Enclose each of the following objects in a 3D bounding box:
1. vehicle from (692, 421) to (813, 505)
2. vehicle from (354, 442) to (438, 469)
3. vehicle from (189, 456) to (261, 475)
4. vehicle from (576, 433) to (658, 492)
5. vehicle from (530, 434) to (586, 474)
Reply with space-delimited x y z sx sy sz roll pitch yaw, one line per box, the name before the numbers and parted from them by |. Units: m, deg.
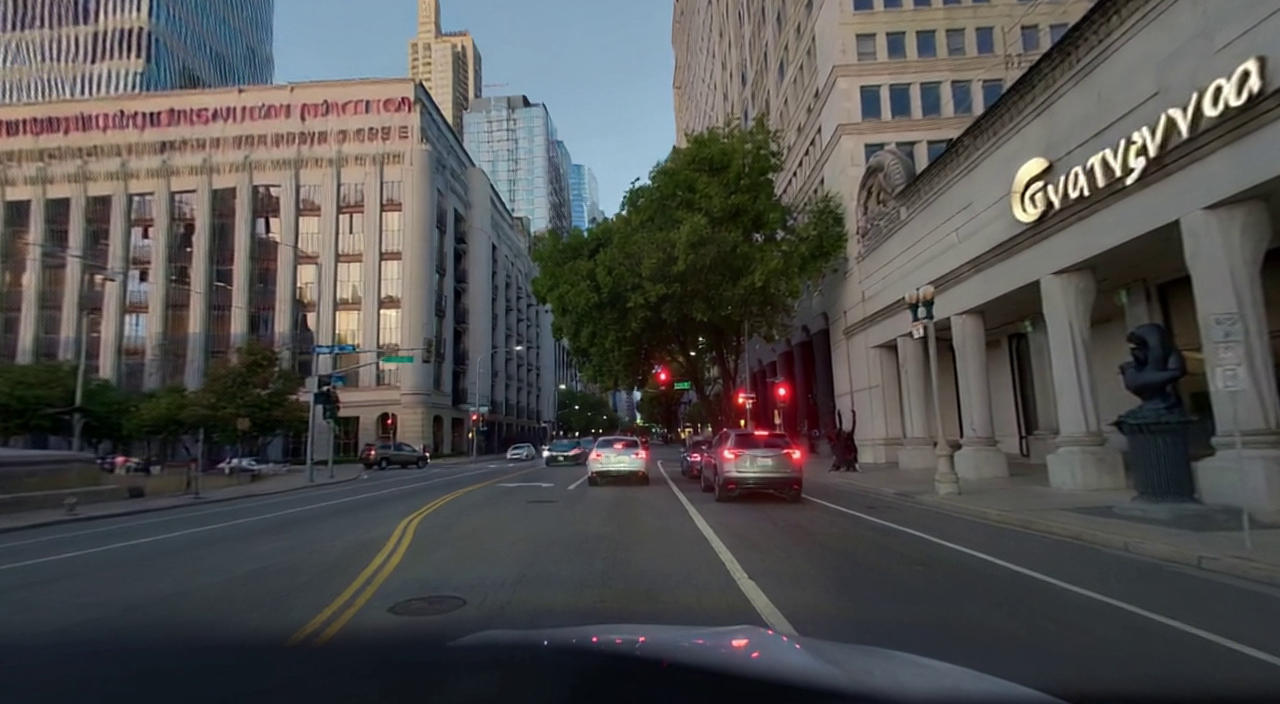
vehicle | 2.594 2.715 15.809 2.096 1.775 4.440 0 -9 -1
vehicle | -16.556 7.032 43.048 4.855 1.769 2.071 0 -9 -1
vehicle | -32.392 8.830 49.363 4.392 1.427 1.764 0 -9 0
vehicle | -0.597 3.123 18.206 2.096 1.492 4.071 0 -9 0
vehicle | -3.591 4.598 28.694 2.045 1.633 4.864 0 -9 -2
